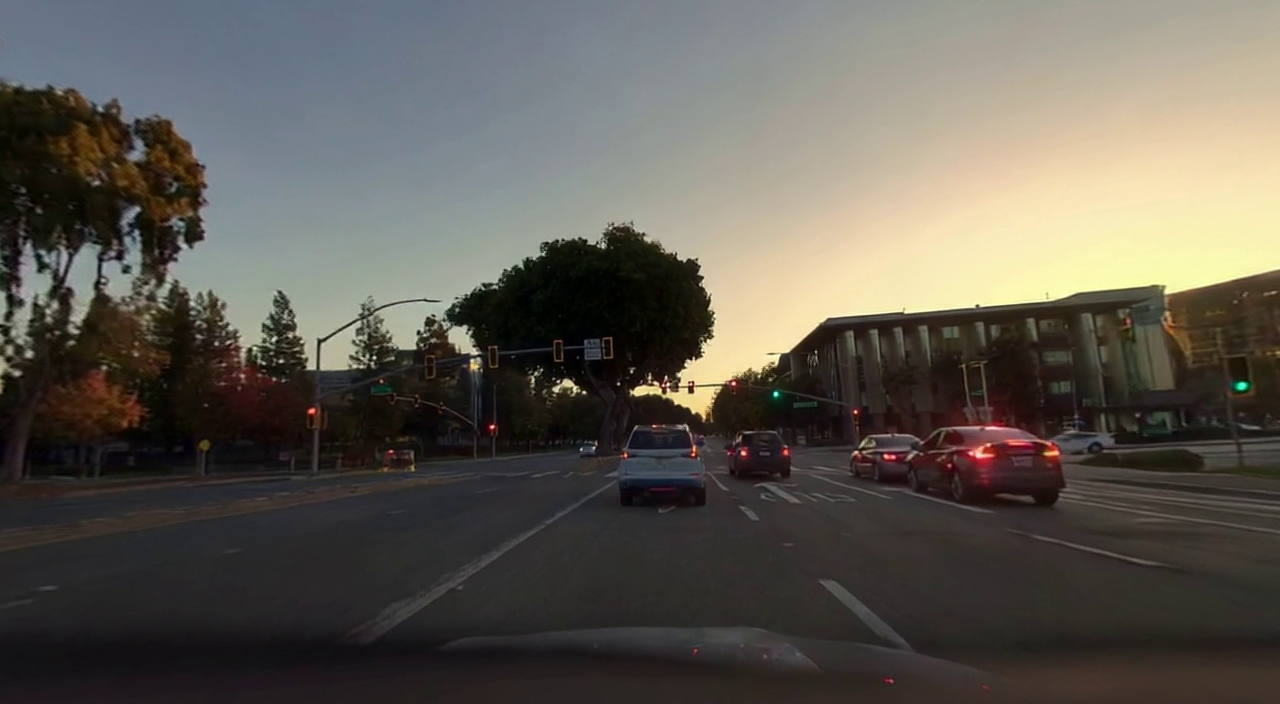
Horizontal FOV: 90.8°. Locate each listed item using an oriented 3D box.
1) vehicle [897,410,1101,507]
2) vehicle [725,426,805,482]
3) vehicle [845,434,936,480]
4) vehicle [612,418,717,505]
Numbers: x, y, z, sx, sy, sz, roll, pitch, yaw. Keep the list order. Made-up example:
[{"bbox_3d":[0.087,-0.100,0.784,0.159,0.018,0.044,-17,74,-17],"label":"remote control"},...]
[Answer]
[{"bbox_3d":[7.643,2.333,14.109,2.074,1.791,4.393,-1,-9,2],"label":"vehicle"},{"bbox_3d":[4.343,3.644,22.711,2.188,1.774,4.646,-1,-9,4],"label":"vehicle"},{"bbox_3d":[8.821,3.724,22.674,1.862,1.471,4.297,-1,-9,5],"label":"vehicle"},{"bbox_3d":[0.621,2.630,15.464,2.211,1.795,4.179,-1,-9,3],"label":"vehicle"}]
